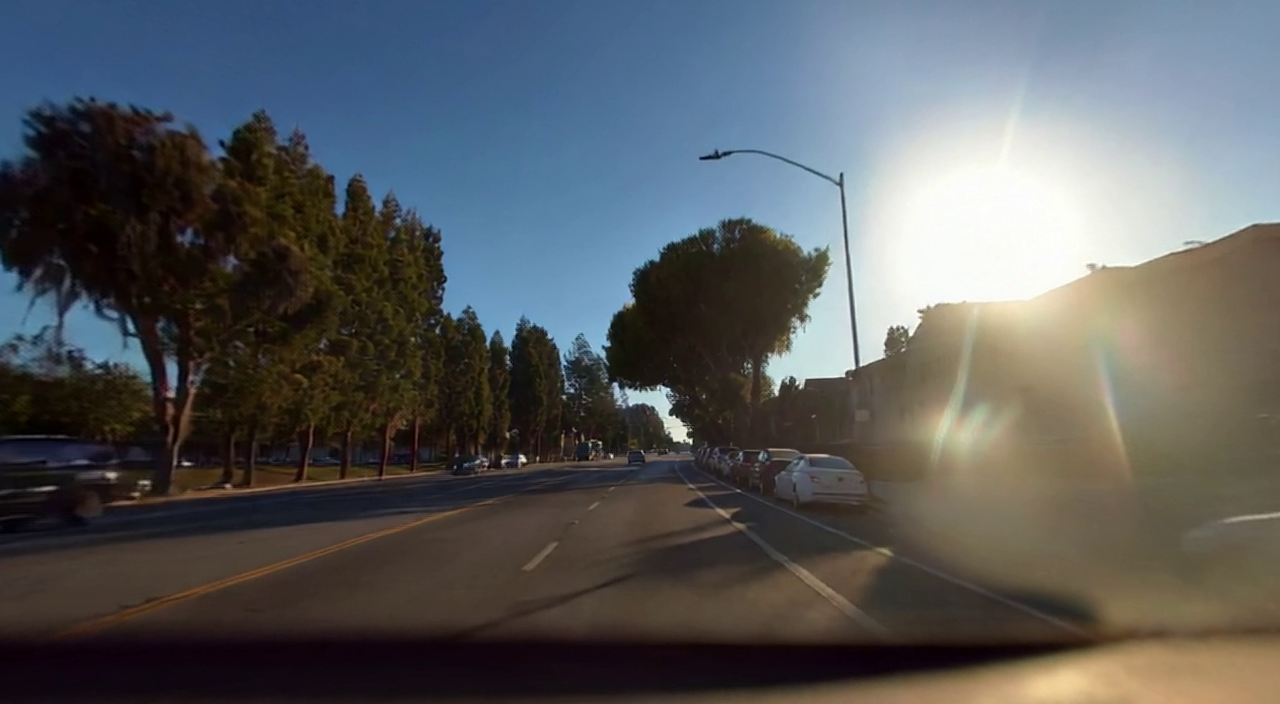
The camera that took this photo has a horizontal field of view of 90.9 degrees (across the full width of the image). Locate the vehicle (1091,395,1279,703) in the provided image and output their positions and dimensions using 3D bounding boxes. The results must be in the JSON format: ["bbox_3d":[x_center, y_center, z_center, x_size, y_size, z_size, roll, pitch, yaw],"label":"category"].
[{"bbox_3d":[4.525,0.903,2.374,2.128,1.635,4.602,0,-8,-2],"label":"vehicle"}]

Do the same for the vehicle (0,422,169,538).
[{"bbox_3d":[-13.297,2.636,13.313,2.469,2.157,5.373,-1,-8,1],"label":"vehicle"}]

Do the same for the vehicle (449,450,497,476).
[{"bbox_3d":[-12.250,8.144,46.567,2.045,1.712,4.511,-1,-8,3],"label":"vehicle"}]

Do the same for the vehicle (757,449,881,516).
[{"bbox_3d":[4.352,3.218,16.169,1.833,1.399,4.727,-1,-8,1],"label":"vehicle"}]
